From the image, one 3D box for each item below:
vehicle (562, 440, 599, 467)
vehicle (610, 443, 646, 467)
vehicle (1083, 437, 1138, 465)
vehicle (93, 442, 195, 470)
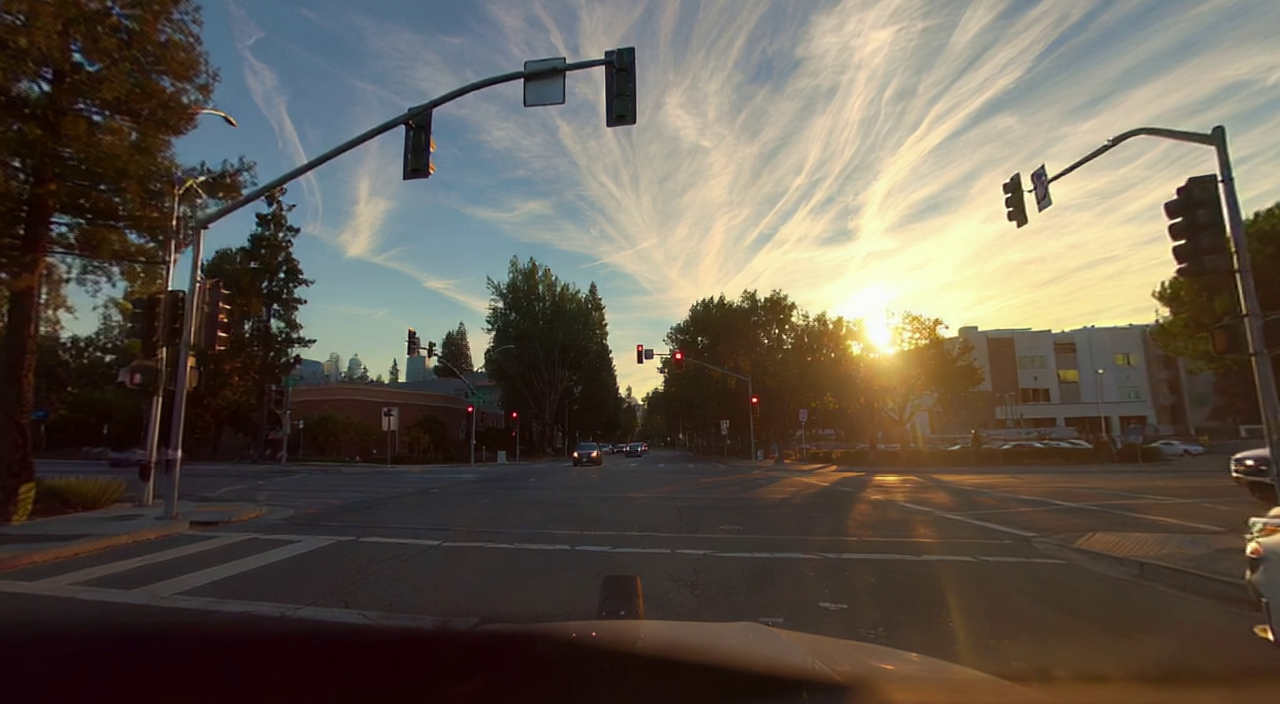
[{"bbox_3d":[-4.110,7.103,44.264,2.251,1.756,4.610,0,-9,-1],"label":"vehicle"},{"bbox_3d":[-0.867,6.846,42.099,2.056,1.492,3.937,1,-9,-6],"label":"vehicle"},{"bbox_3d":[26.965,5.655,36.147,2.092,1.474,4.046,-8,-11,41],"label":"vehicle"},{"bbox_3d":[-27.760,5.828,35.410,4.588,1.484,2.000,-3,-9,15],"label":"vehicle"}]
